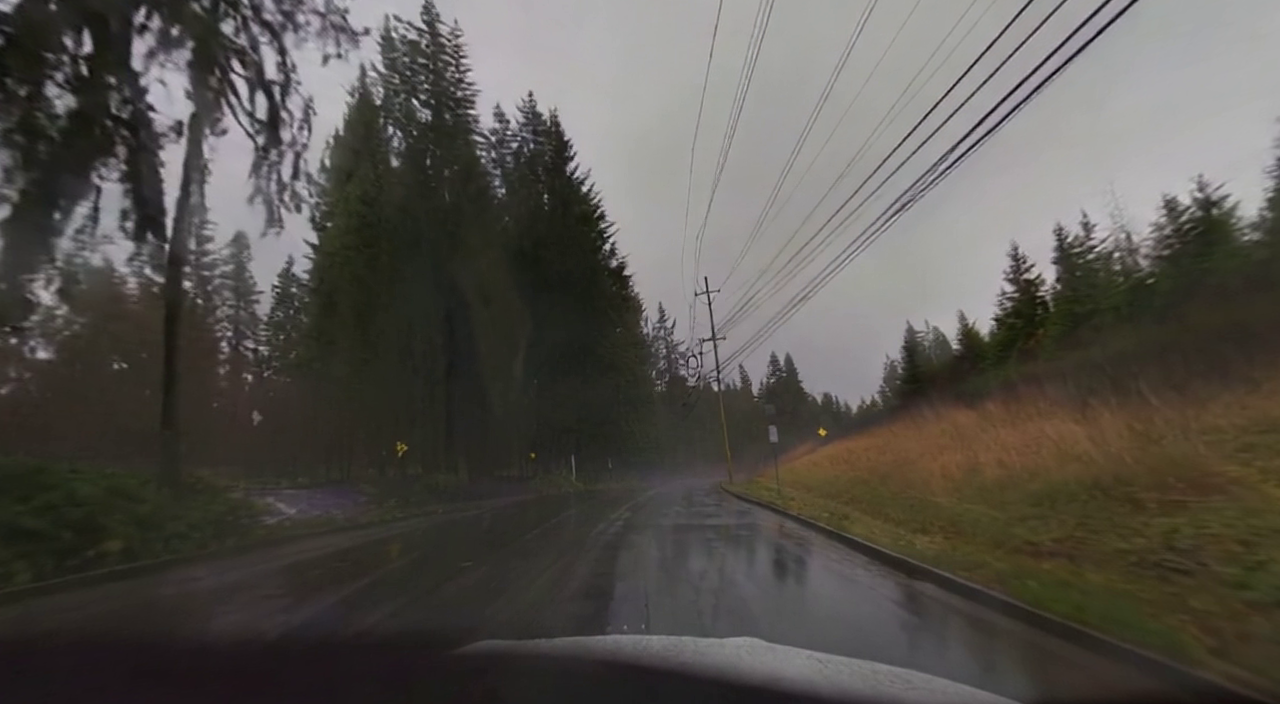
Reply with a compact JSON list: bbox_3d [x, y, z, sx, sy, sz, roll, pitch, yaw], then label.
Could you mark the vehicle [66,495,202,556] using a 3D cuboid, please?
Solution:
[{"bbox_3d":[-17.621,5.950,21.945,4.043,1.673,1.970,-4,-10,25],"label":"vehicle"}]
